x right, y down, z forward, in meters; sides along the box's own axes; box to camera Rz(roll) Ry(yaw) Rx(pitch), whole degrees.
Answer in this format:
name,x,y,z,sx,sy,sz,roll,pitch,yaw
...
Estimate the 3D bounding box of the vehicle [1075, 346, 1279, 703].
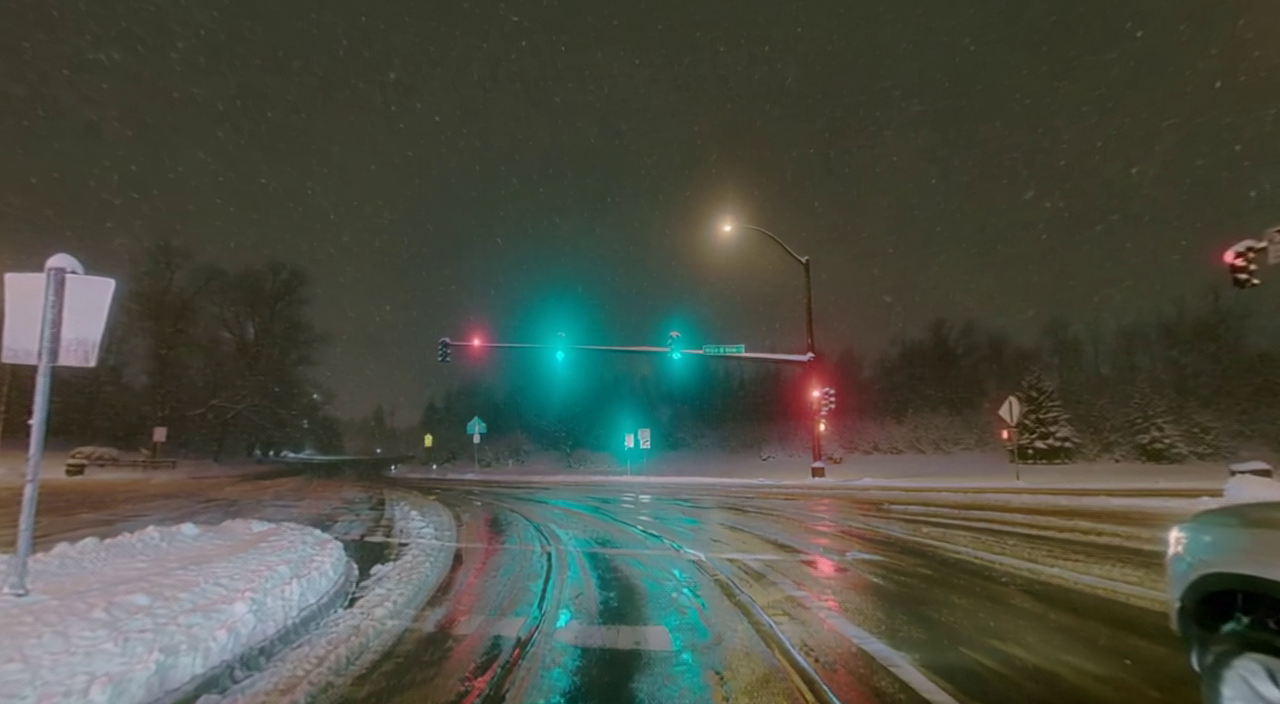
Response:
name,x,y,z,sx,sy,sz,roll,pitch,yaw
vehicle,3.074,0.634,0.935,1.938,1.648,4.211,-1,-8,2
